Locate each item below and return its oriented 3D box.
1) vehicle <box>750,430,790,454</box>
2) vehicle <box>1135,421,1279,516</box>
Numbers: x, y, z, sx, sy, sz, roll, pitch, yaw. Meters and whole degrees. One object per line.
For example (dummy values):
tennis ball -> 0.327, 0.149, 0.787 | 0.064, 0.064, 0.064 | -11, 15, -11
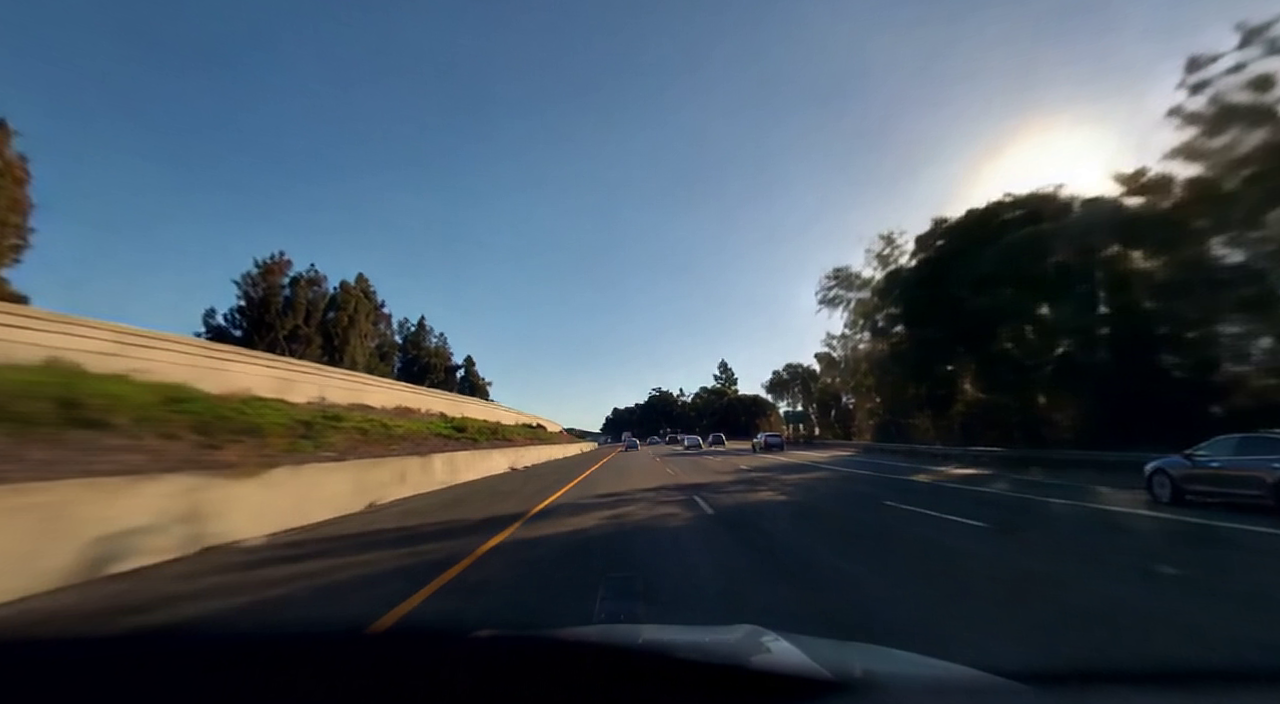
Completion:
vehicle -> 10.083, 7.054, 49.166 | 2.077, 1.763, 4.472 | 0, -8, -2
vehicle -> 11.324, 1.953, 10.656 | 2.041, 1.517, 4.645 | 0, -8, -1
